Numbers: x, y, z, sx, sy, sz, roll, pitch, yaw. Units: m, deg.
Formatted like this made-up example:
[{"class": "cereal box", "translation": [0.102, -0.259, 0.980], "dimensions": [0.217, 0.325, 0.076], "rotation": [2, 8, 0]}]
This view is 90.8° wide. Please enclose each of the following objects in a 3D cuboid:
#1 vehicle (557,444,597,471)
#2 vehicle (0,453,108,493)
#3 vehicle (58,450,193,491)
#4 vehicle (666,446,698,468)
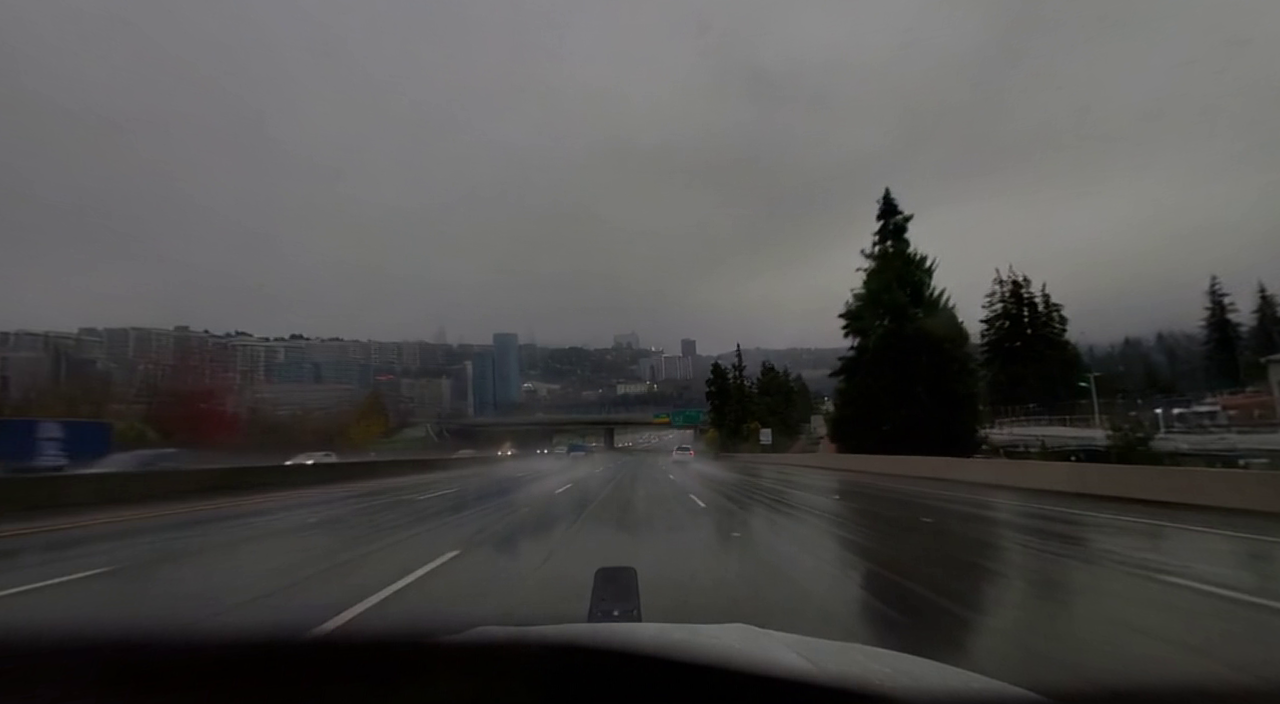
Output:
[{"class": "vehicle", "translation": [-4.156, 7.025, 42.419], "dimensions": [2.179, 1.693, 4.204], "rotation": [0, -9, 1]}, {"class": "vehicle", "translation": [-27.445, 5.512, 29.075], "dimensions": [1.913, 1.638, 4.524], "rotation": [0, -9, 0]}, {"class": "vehicle", "translation": [-23.940, 5.503, 29.719], "dimensions": [2.135, 1.714, 5.019], "rotation": [0, -9, 0]}, {"class": "vehicle", "translation": [3.042, 7.685, 46.432], "dimensions": [1.967, 1.475, 4.080], "rotation": [0, -9, -2]}]
